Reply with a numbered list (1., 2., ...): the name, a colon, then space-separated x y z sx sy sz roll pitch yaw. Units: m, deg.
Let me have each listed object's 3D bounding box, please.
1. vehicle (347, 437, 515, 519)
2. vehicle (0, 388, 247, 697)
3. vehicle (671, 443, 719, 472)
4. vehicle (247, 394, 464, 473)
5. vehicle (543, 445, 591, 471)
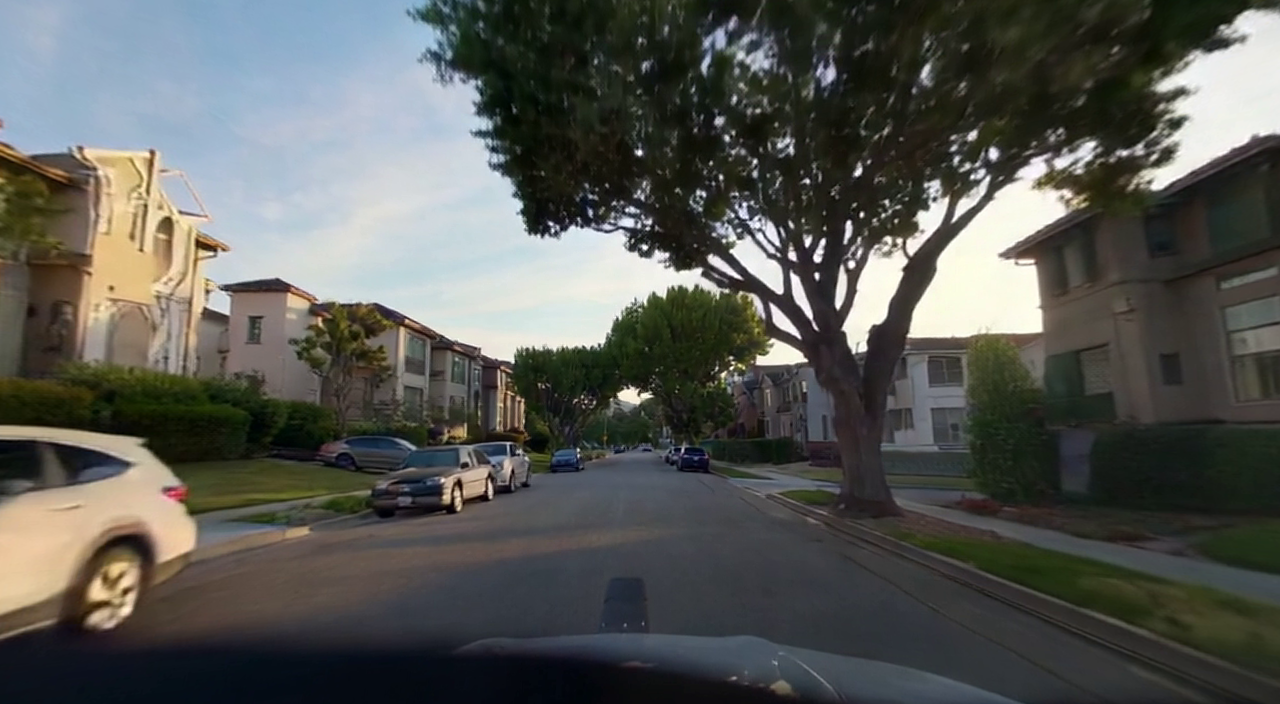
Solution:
1. vehicle: -4.364 2.700 14.074 2.086 1.493 4.582 -1 -9 1
2. vehicle: -4.477 1.014 3.287 1.974 1.664 4.539 0 -10 -1
3. vehicle: 2.962 5.820 35.044 2.000 1.456 5.251 1 -9 -2
4. vehicle: -10.630 3.138 24.133 6.780 2.770 2.970 0 -9 1
5. vehicle: -3.984 5.904 35.215 1.995 1.330 4.080 0 -9 3
